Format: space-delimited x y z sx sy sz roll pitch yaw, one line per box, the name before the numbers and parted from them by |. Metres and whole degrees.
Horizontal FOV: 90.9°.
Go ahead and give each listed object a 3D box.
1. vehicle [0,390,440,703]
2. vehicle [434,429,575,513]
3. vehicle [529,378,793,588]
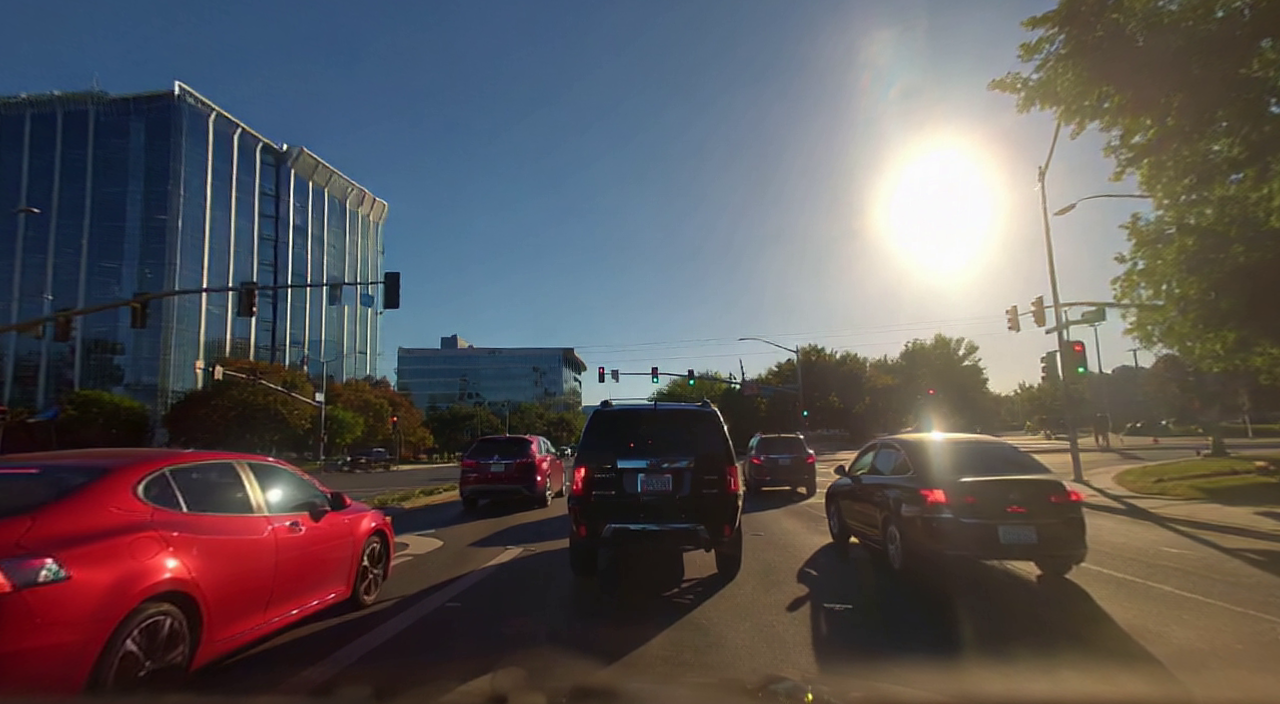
vehicle | -3.232 1.211 4.482 1.958 1.494 4.624 0 -8 2
vehicle | -2.675 2.447 13.461 1.851 1.502 4.042 0 -8 4
vehicle | 0.213 1.458 7.769 2.300 1.832 4.331 0 -8 1
